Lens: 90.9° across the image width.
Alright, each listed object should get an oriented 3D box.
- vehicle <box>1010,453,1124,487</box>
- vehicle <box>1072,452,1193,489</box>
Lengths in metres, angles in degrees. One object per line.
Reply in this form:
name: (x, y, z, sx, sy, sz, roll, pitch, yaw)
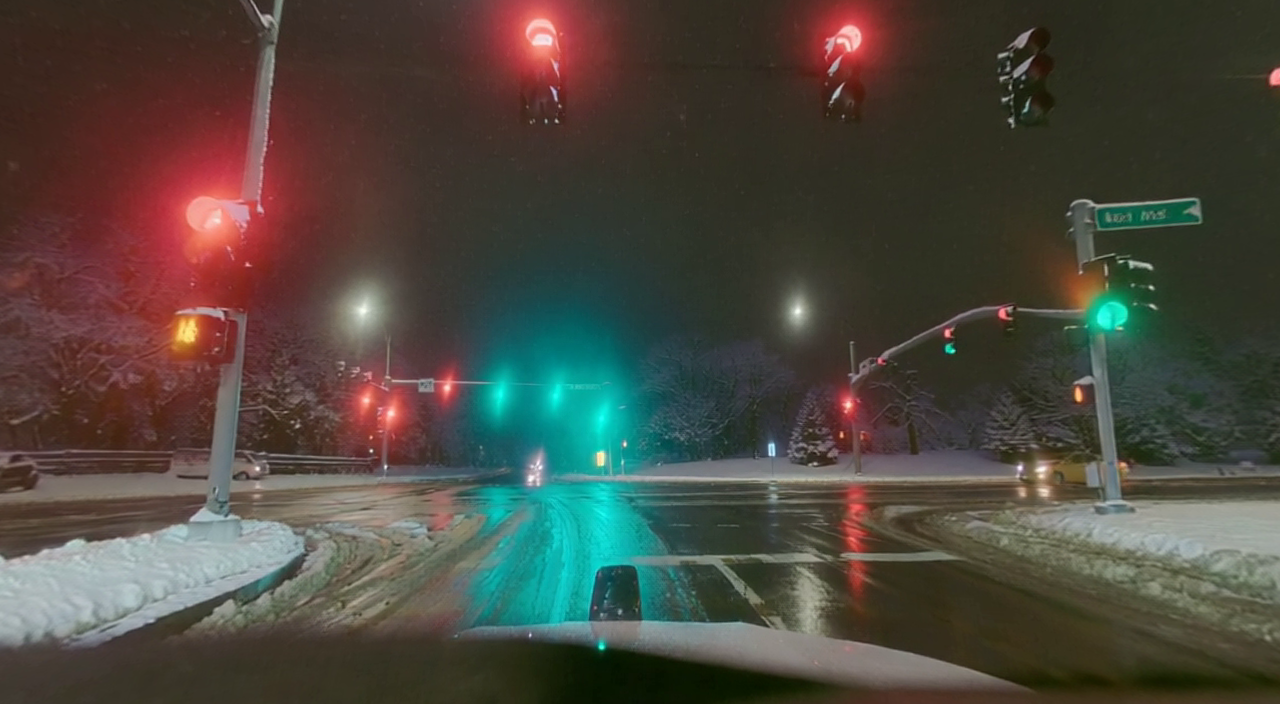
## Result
vehicle: (22.030, 6.078, 32.592, 4.455, 1.647, 2.124, 1, -10, -8)
vehicle: (22.703, 5.468, 29.117, 3.998, 1.590, 1.936, 1, -10, -6)
